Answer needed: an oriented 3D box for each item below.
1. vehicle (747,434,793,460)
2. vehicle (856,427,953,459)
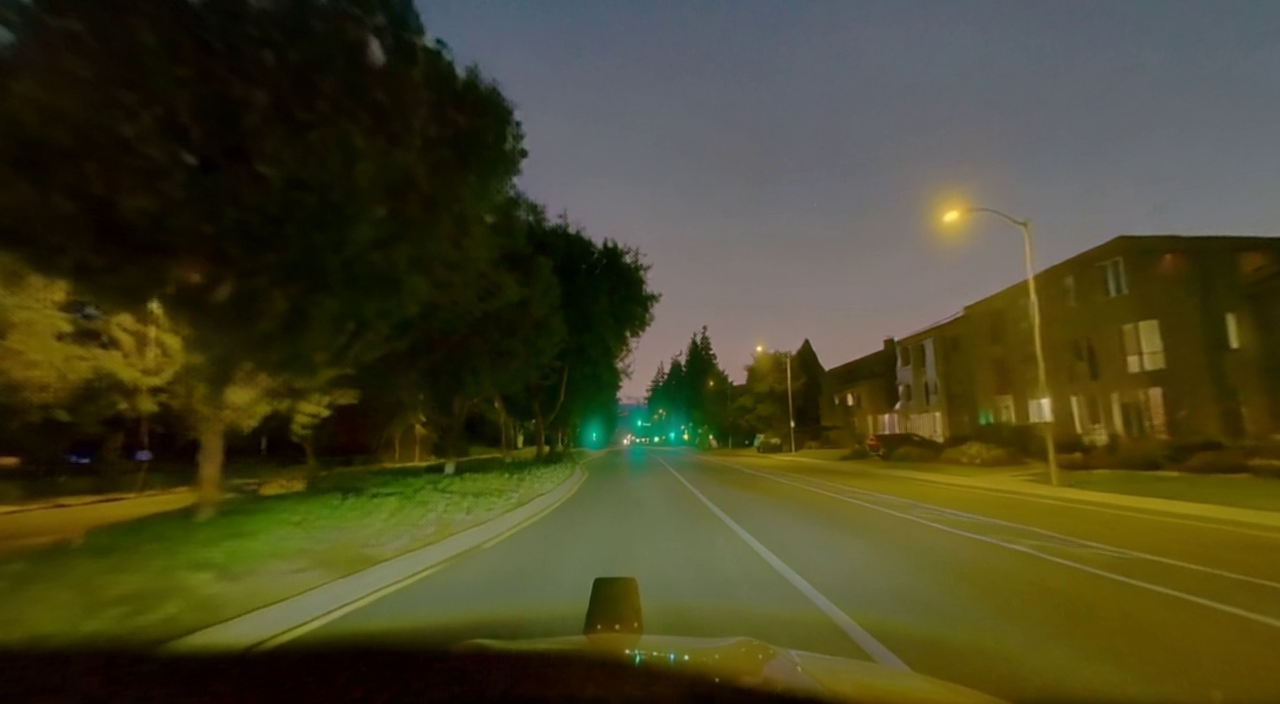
[{"bbox_3d":[9.197,6.759,44.966,2.096,1.703,4.583,0,-9,-3],"label":"vehicle"},{"bbox_3d":[15.323,5.312,36.780,4.605,1.779,2.135,0,-9,-1],"label":"vehicle"}]
